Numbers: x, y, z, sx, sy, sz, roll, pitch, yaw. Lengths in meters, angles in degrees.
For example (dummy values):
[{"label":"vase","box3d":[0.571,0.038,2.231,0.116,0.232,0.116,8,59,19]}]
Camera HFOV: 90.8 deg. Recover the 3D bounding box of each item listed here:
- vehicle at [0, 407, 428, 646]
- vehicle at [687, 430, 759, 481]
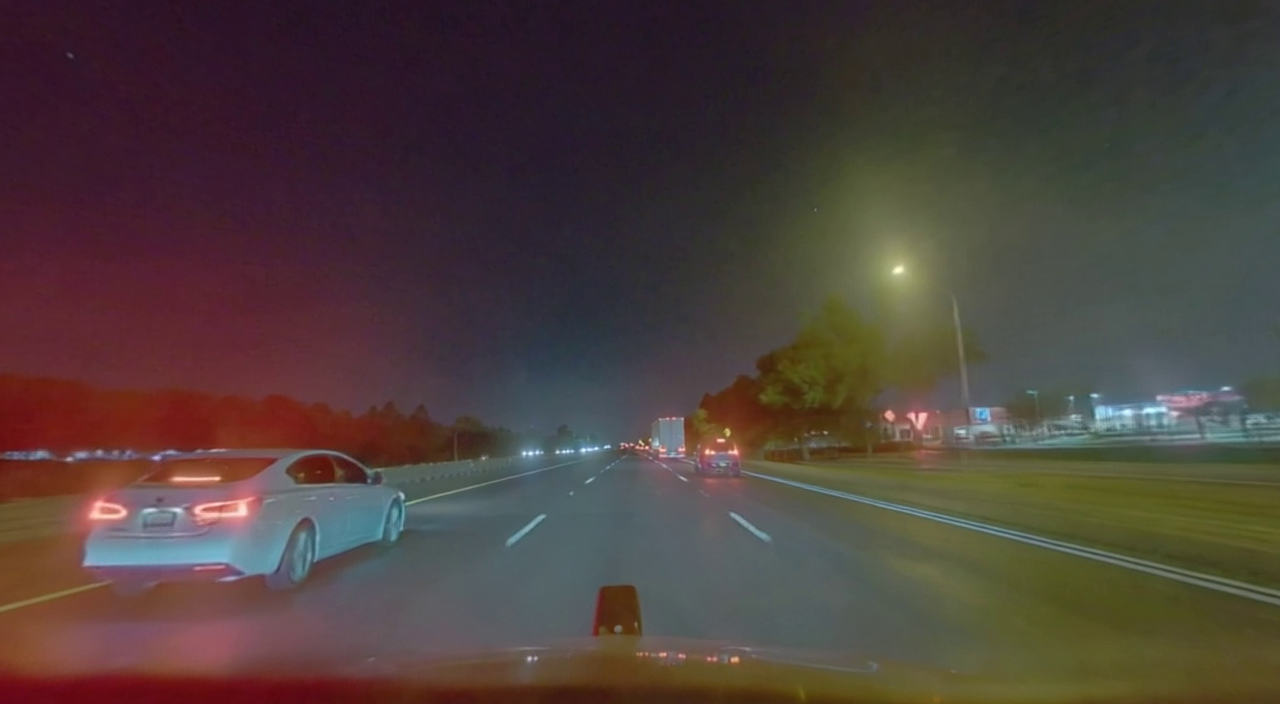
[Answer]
[{"label":"vehicle","box3d":[-4.043,1.534,6.739,1.903,1.607,4.770,0,-8,0]},{"label":"vehicle","box3d":[3.101,3.974,24.547,2.065,1.760,4.488,0,-8,-1]}]
